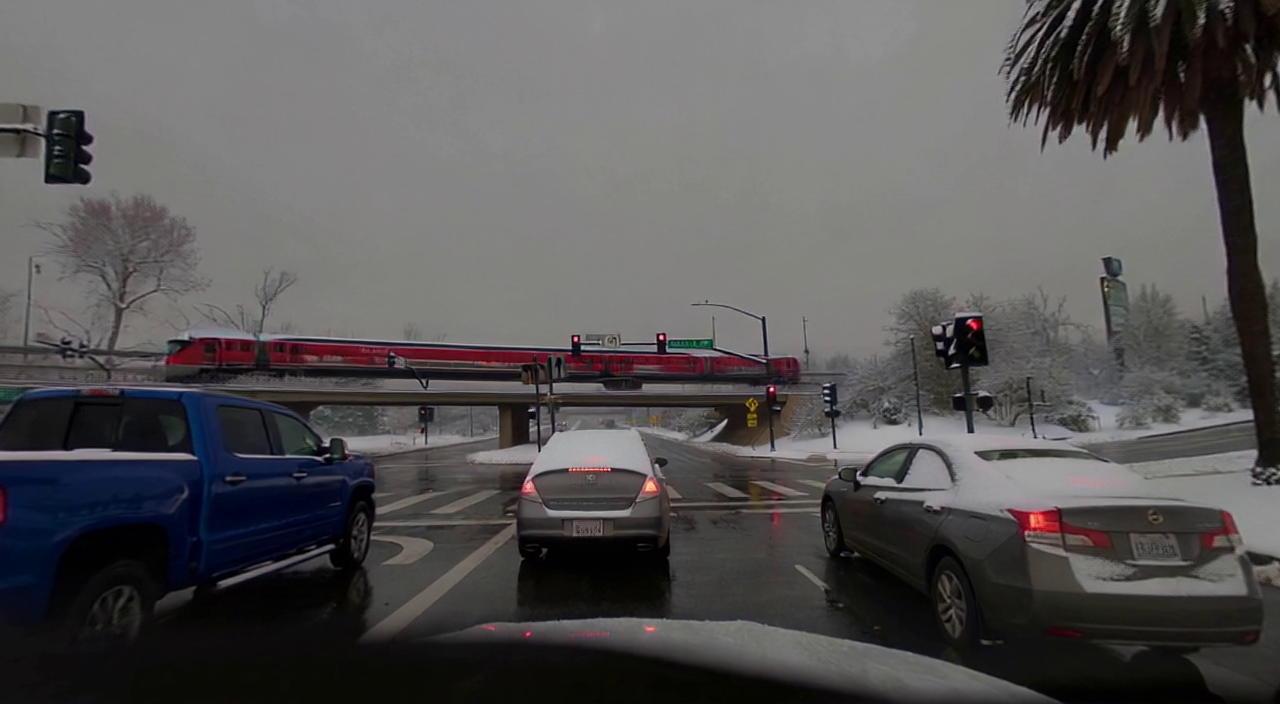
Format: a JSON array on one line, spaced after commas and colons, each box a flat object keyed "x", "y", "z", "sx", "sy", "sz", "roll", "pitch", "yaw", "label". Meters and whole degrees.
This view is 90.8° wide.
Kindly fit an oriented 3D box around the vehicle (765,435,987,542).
[{"x": 3.700, "y": 2.211, "z": 10.967, "sx": 1.965, "sy": 1.448, "sz": 4.486, "roll": 0, "pitch": -9, "yaw": -2, "label": "vehicle"}]

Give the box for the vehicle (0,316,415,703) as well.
[{"x": -3.823, "y": 1.141, "z": 5.098, "sx": 2.078, "sy": 1.838, "sz": 5.448, "roll": 0, "pitch": -9, "yaw": -1, "label": "vehicle"}]

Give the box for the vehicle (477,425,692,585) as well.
[{"x": -0.632, "y": 1.758, "z": 8.114, "sx": 2.035, "sy": 1.491, "sz": 4.090, "roll": 0, "pitch": -9, "yaw": -3, "label": "vehicle"}]

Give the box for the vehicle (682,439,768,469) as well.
[{"x": 4.213, "y": 5.137, "z": 31.976, "sx": 1.878, "sy": 1.428, "sz": 4.416, "roll": 5, "pitch": -10, "yaw": -32, "label": "vehicle"}]

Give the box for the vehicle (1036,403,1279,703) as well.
[{"x": 3.890, "y": 0.890, "z": 2.195, "sx": 2.052, "sy": 1.496, "sz": 4.541, "roll": 0, "pitch": -9, "yaw": 0, "label": "vehicle"}]
